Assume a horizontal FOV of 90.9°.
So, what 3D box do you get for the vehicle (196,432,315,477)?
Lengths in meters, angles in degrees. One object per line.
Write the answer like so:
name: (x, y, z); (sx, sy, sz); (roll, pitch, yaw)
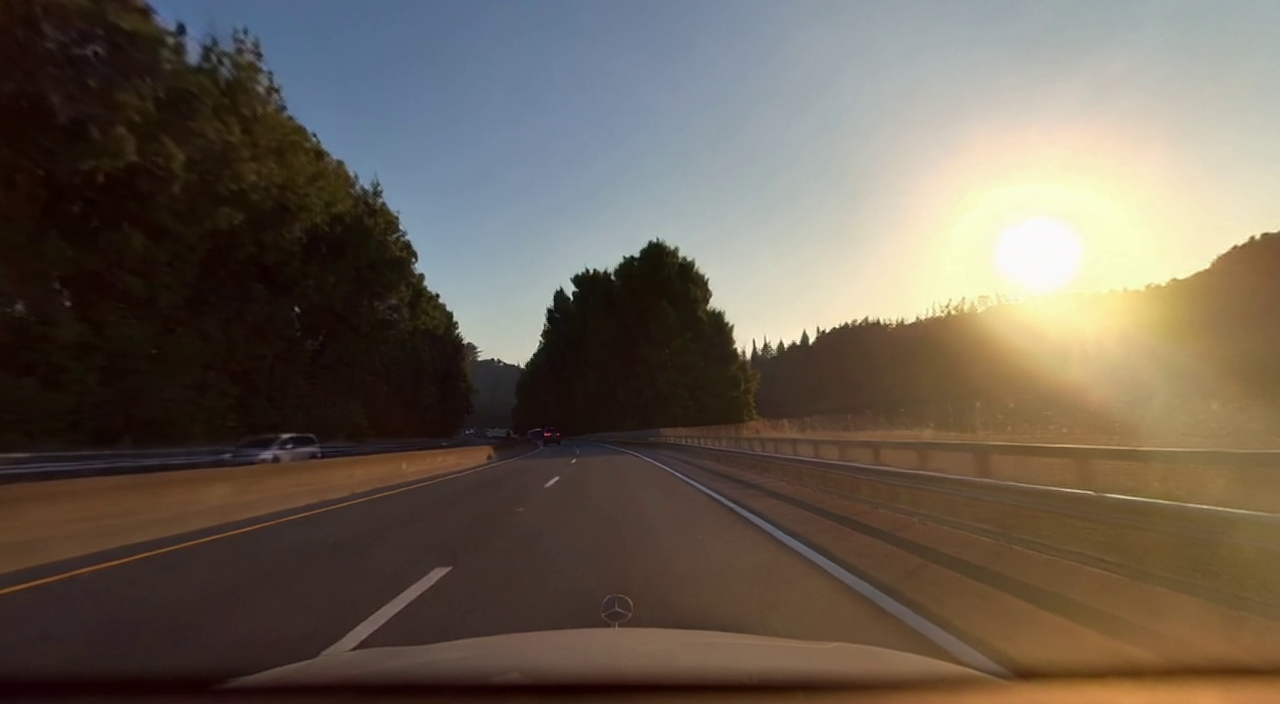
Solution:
vehicle: (-15.008, 4.004, 24.935); (2.206, 1.596, 4.262); (0, -8, -4)
